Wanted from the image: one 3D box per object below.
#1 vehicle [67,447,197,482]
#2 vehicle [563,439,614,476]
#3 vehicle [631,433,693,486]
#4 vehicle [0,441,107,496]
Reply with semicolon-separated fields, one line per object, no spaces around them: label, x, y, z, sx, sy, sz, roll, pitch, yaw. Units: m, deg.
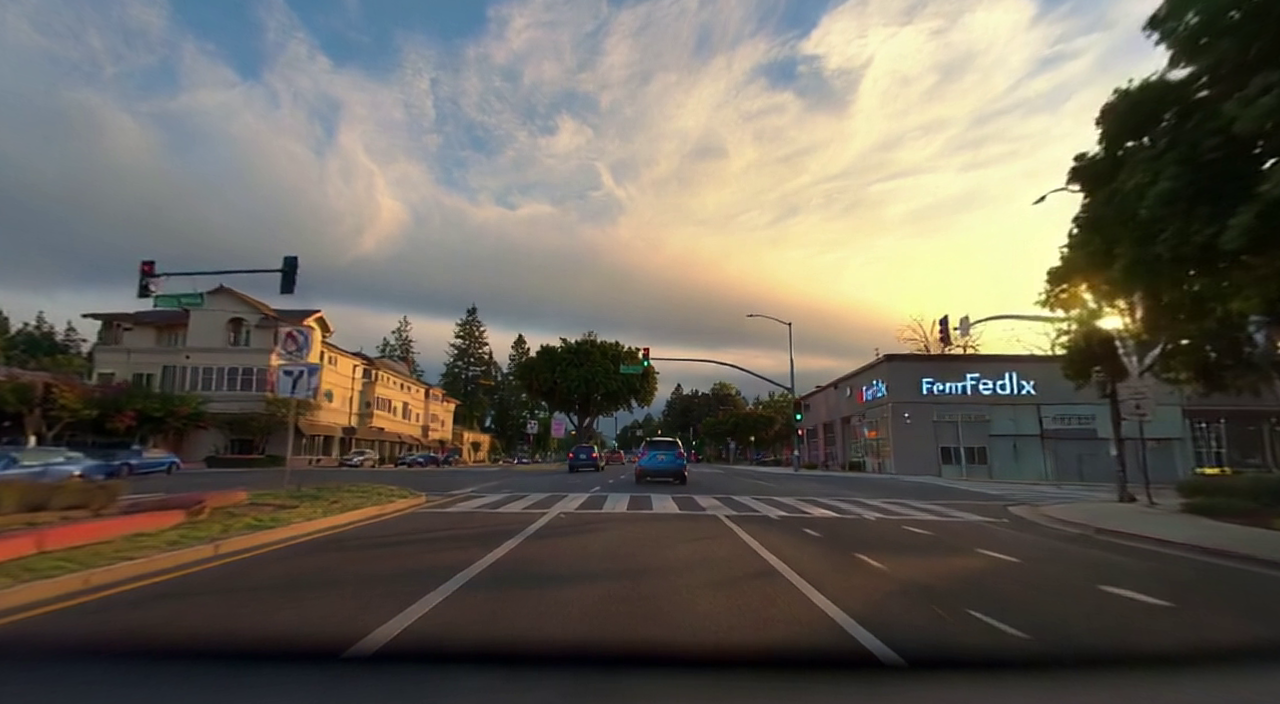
vehicle;-24.309;5.355;30.543;2.030;1.522;5.068;0;-8;0
vehicle;-2.671;5.660;34.080;2.202;1.856;4.516;0;-8;2
vehicle;0.836;4.301;25.660;2.273;1.909;5.075;0;-8;1
vehicle;-18.948;3.433;18.816;1.950;1.512;4.794;0;-8;0
